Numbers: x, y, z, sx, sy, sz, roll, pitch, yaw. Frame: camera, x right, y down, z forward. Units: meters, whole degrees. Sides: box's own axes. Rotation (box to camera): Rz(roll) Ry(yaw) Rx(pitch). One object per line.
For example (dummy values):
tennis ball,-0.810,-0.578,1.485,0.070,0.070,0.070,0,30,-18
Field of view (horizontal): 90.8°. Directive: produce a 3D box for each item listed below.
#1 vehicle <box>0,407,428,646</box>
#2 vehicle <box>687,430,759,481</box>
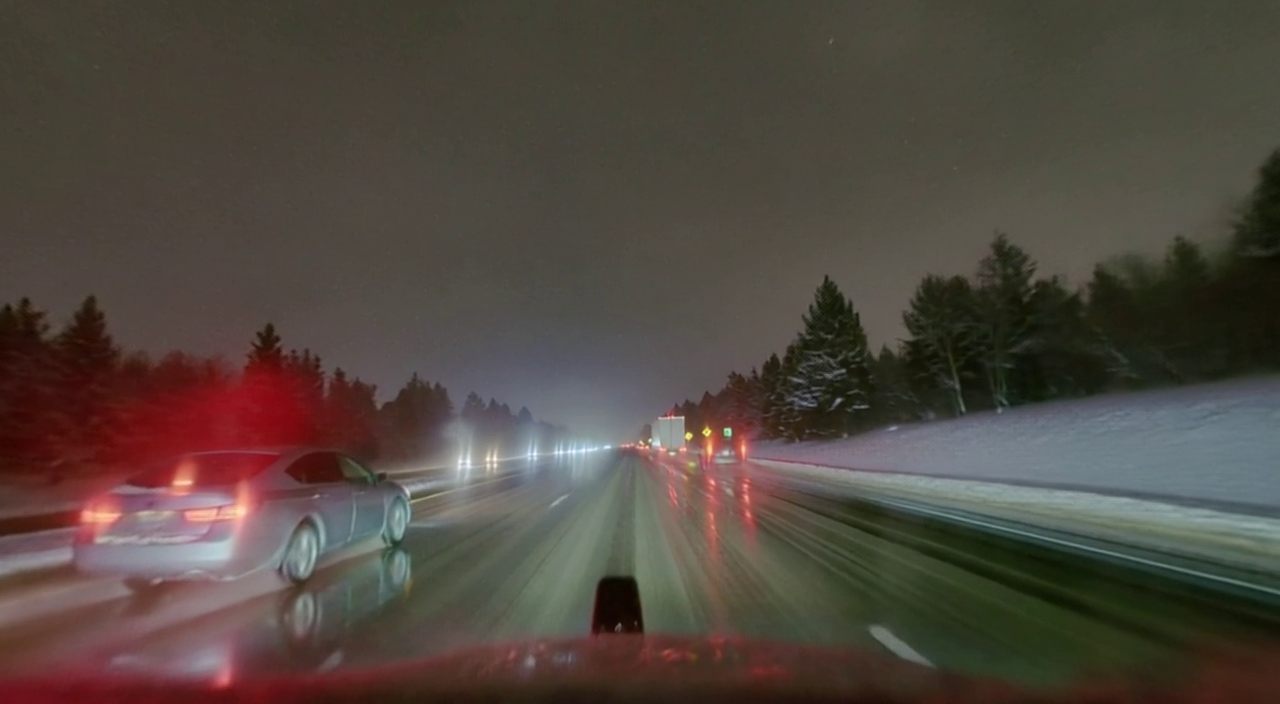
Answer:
vehicle,-4.043,1.534,6.739,1.903,1.607,4.770,0,-8,0
vehicle,3.101,3.974,24.547,2.065,1.760,4.488,0,-8,-1
